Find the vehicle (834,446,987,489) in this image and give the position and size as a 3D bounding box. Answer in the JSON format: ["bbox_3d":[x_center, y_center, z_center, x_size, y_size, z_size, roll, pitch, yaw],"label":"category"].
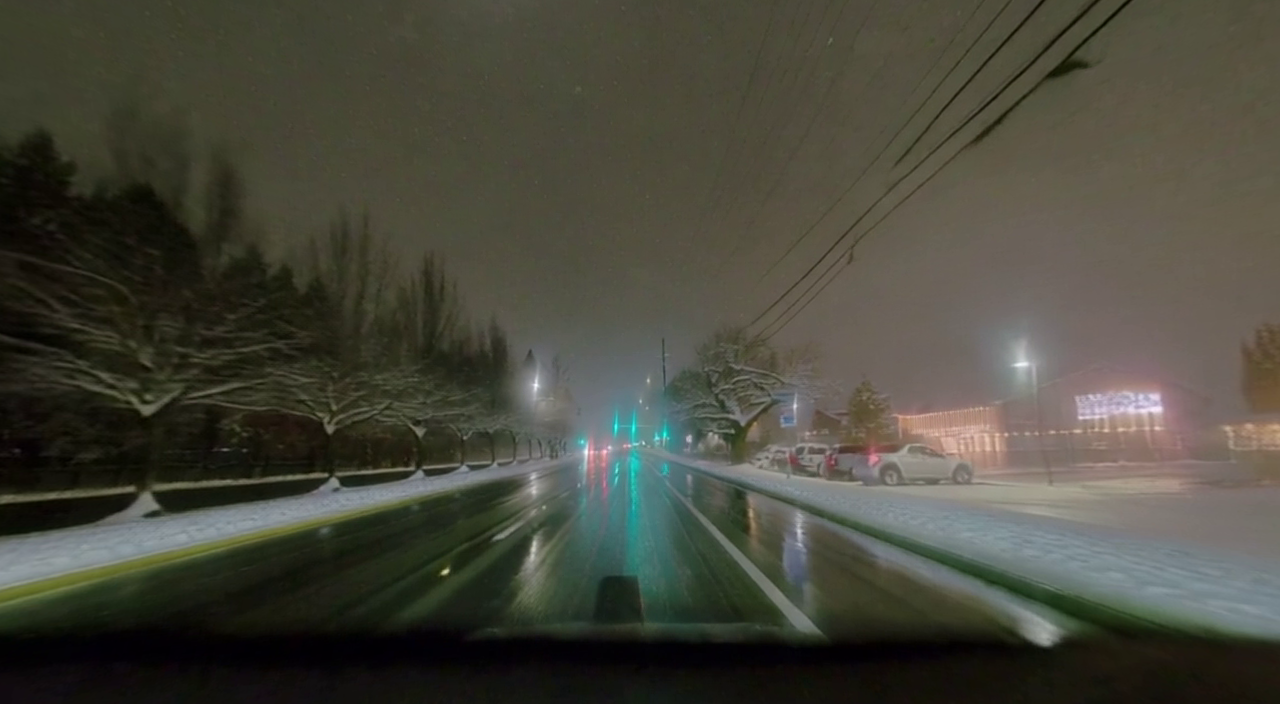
[{"bbox_3d":[9.562,4.088,22.587,4.466,1.440,2.091,1,-9,-5],"label":"vehicle"}]
